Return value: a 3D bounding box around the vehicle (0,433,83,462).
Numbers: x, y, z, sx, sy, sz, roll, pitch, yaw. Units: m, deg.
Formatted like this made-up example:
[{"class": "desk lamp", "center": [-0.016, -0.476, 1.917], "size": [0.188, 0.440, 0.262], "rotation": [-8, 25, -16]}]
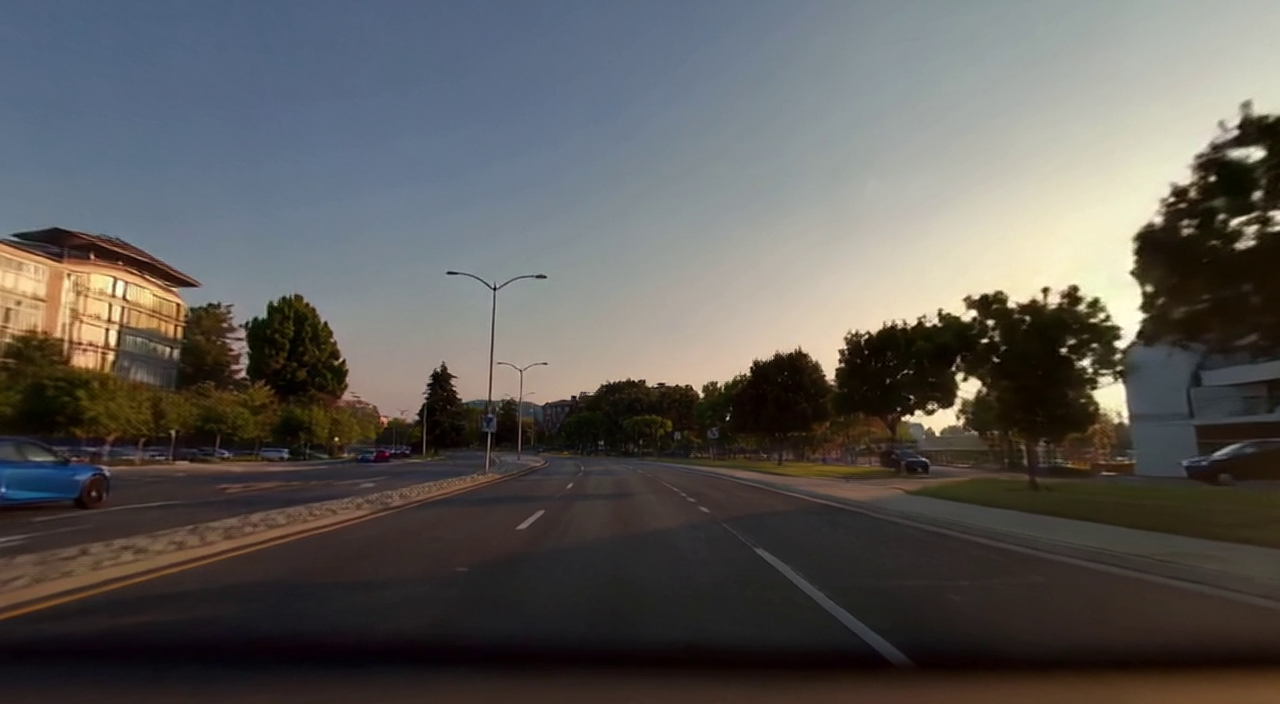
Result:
[{"class": "vehicle", "center": [-41.277, 6.454, 42.603], "size": [4.875, 1.819, 2.218], "rotation": [4, -11, -19]}]
